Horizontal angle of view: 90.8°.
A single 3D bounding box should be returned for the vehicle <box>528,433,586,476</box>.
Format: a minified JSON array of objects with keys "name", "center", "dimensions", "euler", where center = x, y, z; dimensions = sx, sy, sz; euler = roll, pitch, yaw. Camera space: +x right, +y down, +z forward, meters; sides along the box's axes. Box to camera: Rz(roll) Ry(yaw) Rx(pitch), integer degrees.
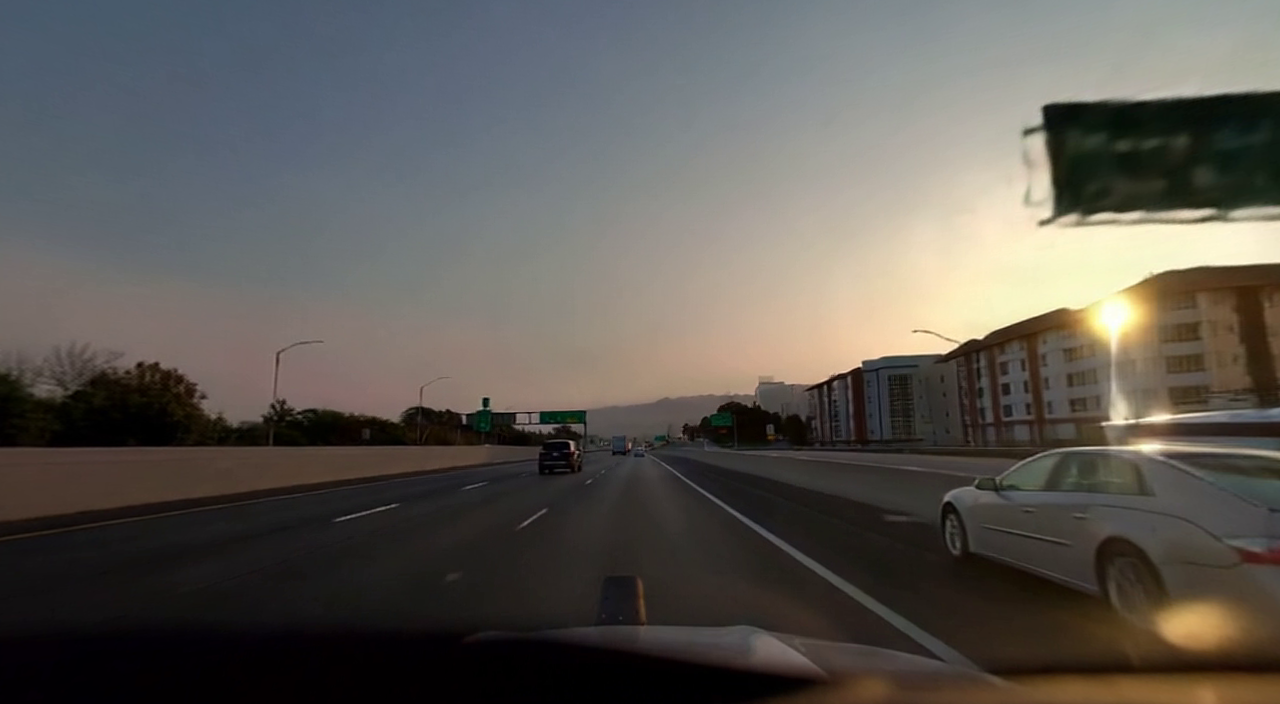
[{"name":"vehicle","center":[-3.665,4.617,28.600],"dimensions":[2.047,1.786,4.217],"euler":[0,-8,0]}]
